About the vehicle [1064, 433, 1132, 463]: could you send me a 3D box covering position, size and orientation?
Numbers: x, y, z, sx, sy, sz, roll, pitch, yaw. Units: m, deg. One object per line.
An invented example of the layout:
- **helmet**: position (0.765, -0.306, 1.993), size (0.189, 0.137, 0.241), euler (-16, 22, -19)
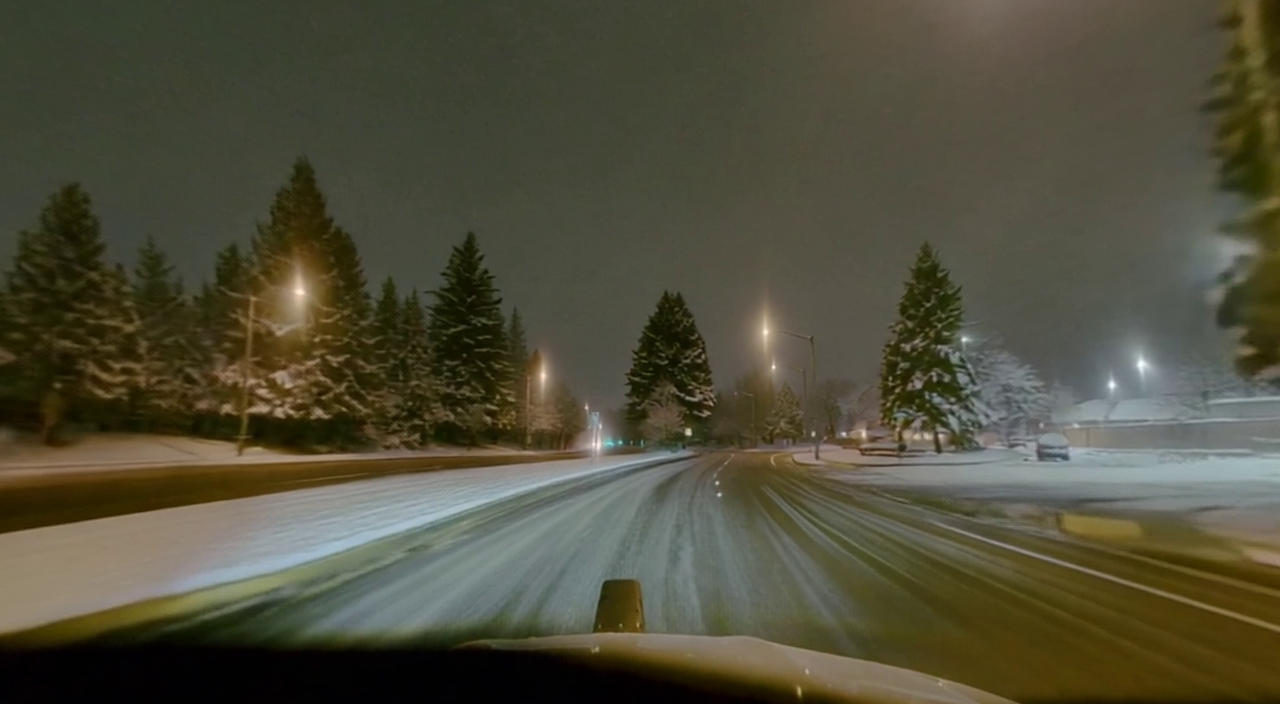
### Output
- **vehicle**: position (30.055, 6.231, 41.243), size (4.598, 1.493, 1.951), euler (-1, -6, -33)

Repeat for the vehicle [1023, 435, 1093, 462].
- **vehicle**: position (25.215, 5.824, 37.964), size (4.456, 1.489, 1.963), euler (7, -11, -35)
